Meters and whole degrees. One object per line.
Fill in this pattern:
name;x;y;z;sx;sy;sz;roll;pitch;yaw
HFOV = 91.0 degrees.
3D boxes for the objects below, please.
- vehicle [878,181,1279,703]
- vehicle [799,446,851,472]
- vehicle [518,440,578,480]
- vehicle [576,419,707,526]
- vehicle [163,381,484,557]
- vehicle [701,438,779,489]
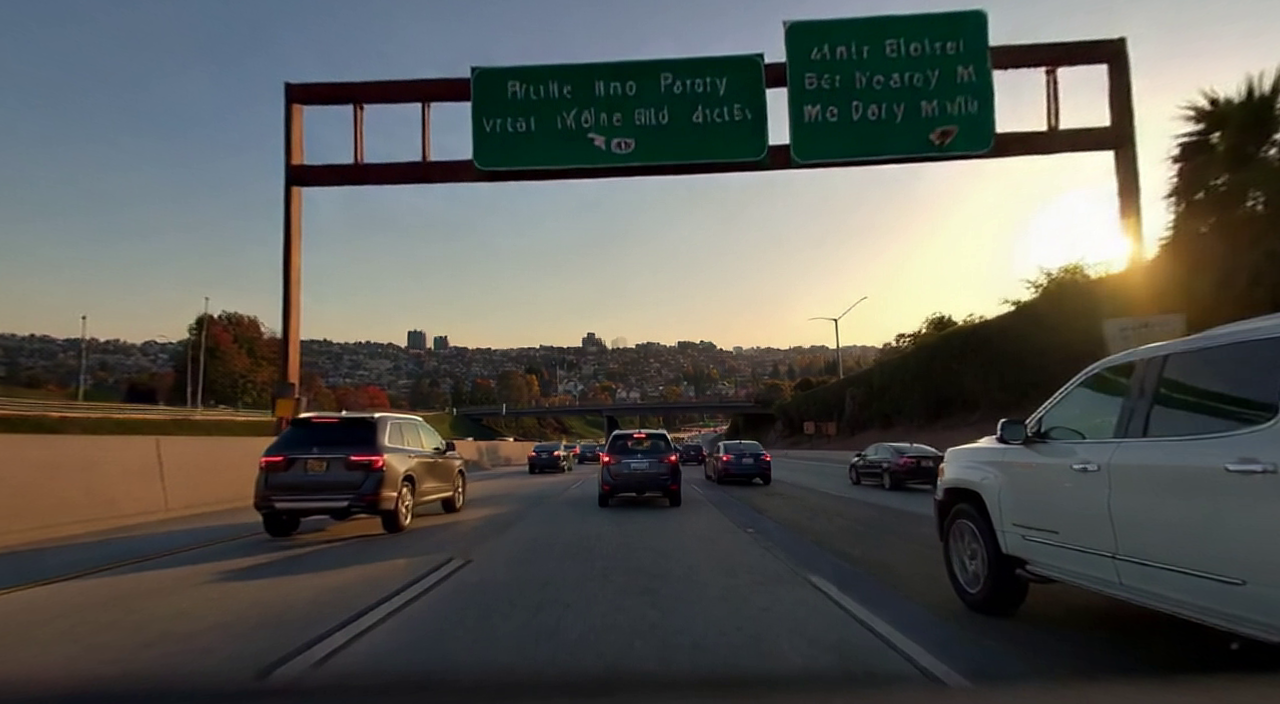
vehicle;3.481;0.693;3.428;2.300;2.242;5.327;0;-9;1
vehicle;11.967;6.940;41.115;1.797;1.557;4.653;1;-9;-2
vehicle;-4.112;4.900;28.882;1.982;1.655;4.604;0;-9;1
vehicle;0.036;2.337;12.673;2.181;1.756;4.167;0;-9;0
vehicle;-4.575;1.859;10.693;2.212;2.101;6.052;0;-9;1
vehicle;3.504;3.997;22.951;2.022;1.633;4.651;1;-9;-1
